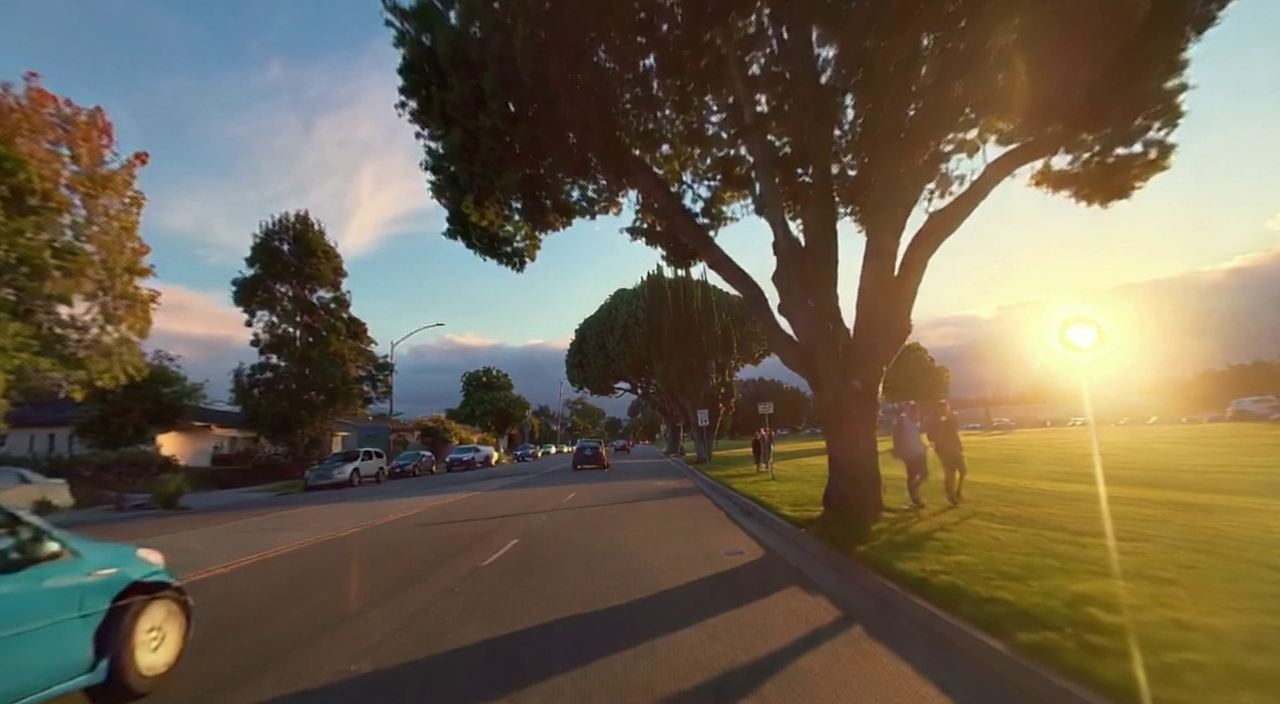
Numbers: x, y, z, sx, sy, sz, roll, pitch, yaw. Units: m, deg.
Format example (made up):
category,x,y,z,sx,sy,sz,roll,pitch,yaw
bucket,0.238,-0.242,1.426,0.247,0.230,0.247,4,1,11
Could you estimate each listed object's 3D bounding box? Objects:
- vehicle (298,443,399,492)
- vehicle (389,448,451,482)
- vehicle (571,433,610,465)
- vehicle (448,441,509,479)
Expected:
category,x,y,z,sx,sy,sz,roll,pitch,yaw
vehicle,-12.042,4.753,26.377,1.904,1.728,4.997,2,-8,-1
vehicle,-12.101,6.207,34.870,1.910,1.462,4.581,-3,-7,-2
vehicle,-2.939,5.825,37.842,1.908,1.809,4.230,0,-8,1
vehicle,-8.884,5.946,34.934,2.019,1.907,4.697,0,-8,1
